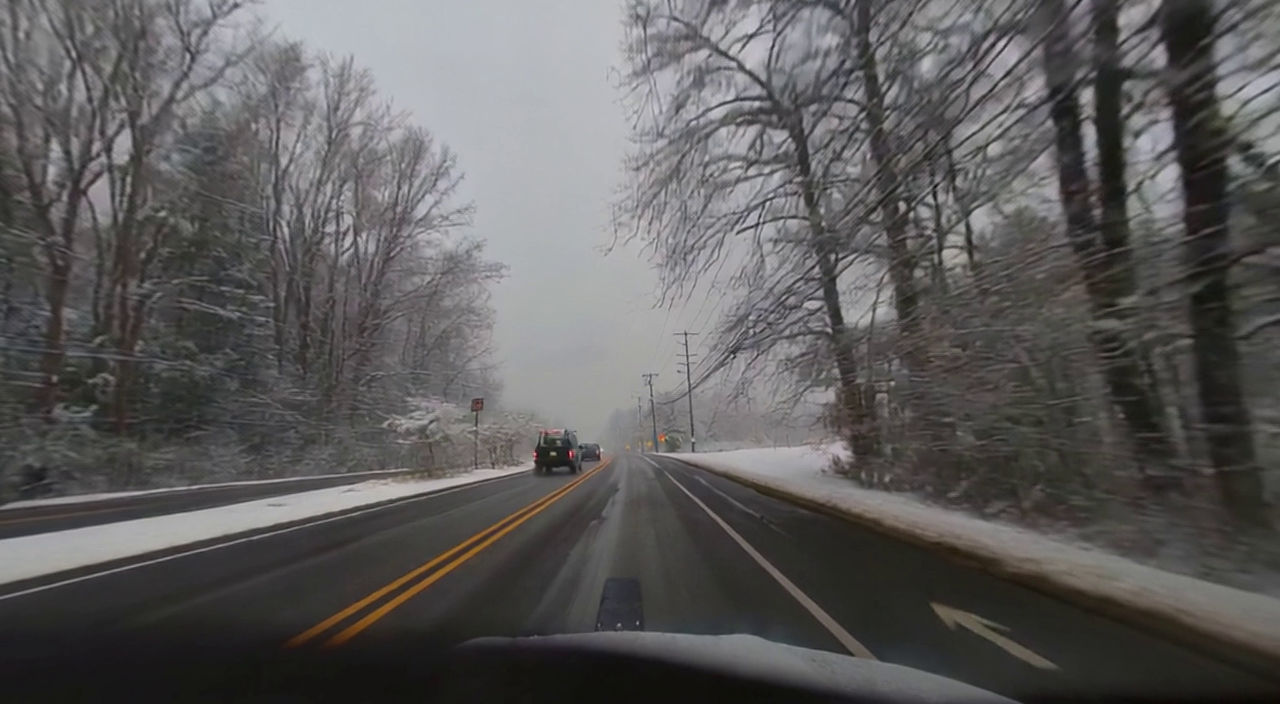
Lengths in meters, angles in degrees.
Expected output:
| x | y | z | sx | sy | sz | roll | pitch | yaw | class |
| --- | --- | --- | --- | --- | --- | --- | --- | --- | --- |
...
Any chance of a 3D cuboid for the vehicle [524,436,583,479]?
| x | y | z | sx | sy | sz | roll | pitch | yaw | class |
| --- | --- | --- | --- | --- | --- | --- | --- | --- | --- |
| -4.184 | 5.188 | 31.361 | 2.246 | 1.885 | 5.275 | -1 | -9 | -1 | vehicle |
